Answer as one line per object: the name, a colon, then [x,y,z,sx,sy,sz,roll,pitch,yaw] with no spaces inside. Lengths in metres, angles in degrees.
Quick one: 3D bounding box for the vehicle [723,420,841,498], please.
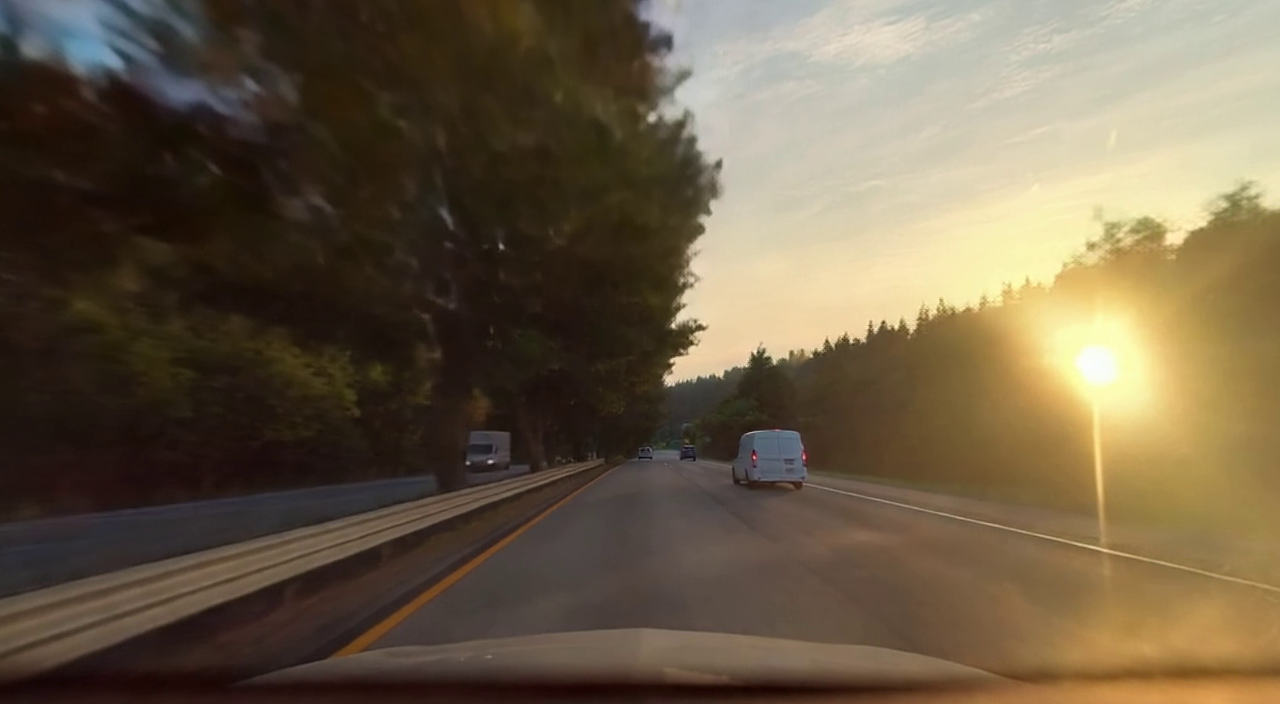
vehicle: [4.125,3.234,19.306,2.371,2.045,4.768,0,-9,-1]
